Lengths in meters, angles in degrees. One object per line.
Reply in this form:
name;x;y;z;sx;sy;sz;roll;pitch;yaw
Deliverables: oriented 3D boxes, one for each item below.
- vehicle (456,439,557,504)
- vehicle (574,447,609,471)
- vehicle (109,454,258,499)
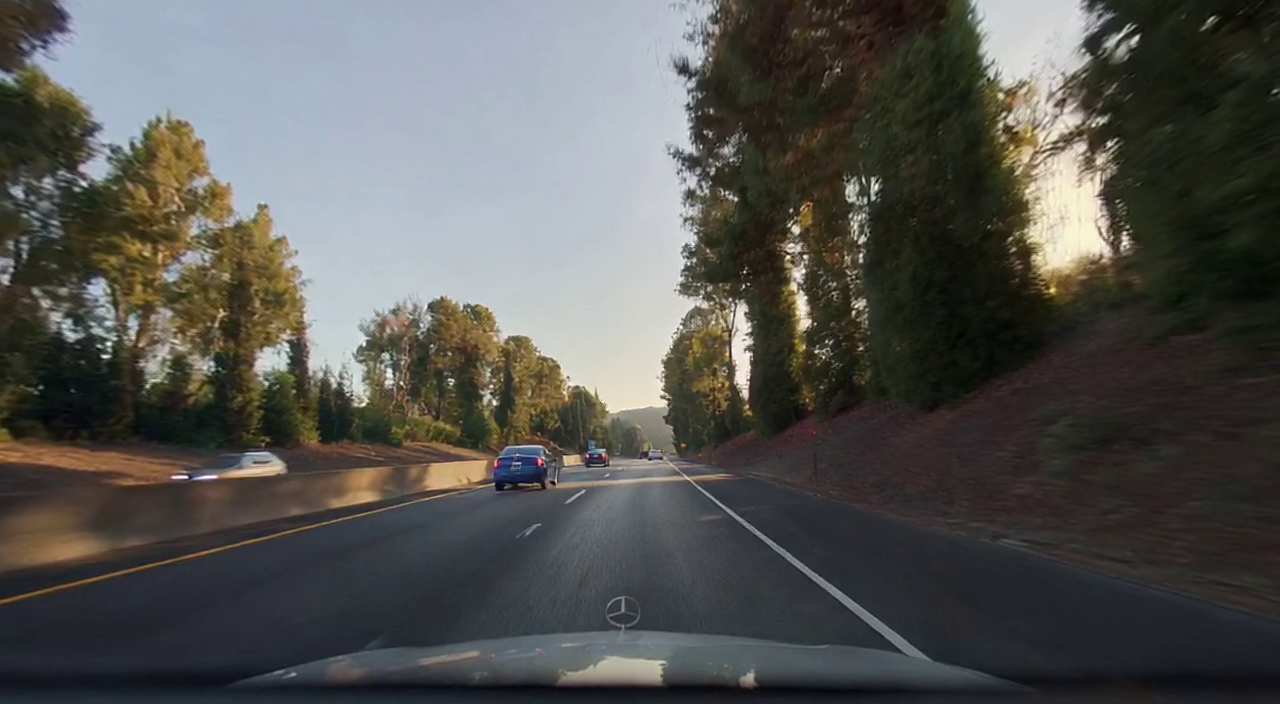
vehicle;-3.595;3.295;17.765;1.846;1.600;4.108;0;-9;1
vehicle;-3.318;7.448;44.046;1.996;1.565;4.159;0;-9;2
vehicle;-16.704;4.548;23.466;1.974;1.470;4.704;0;-9;1
